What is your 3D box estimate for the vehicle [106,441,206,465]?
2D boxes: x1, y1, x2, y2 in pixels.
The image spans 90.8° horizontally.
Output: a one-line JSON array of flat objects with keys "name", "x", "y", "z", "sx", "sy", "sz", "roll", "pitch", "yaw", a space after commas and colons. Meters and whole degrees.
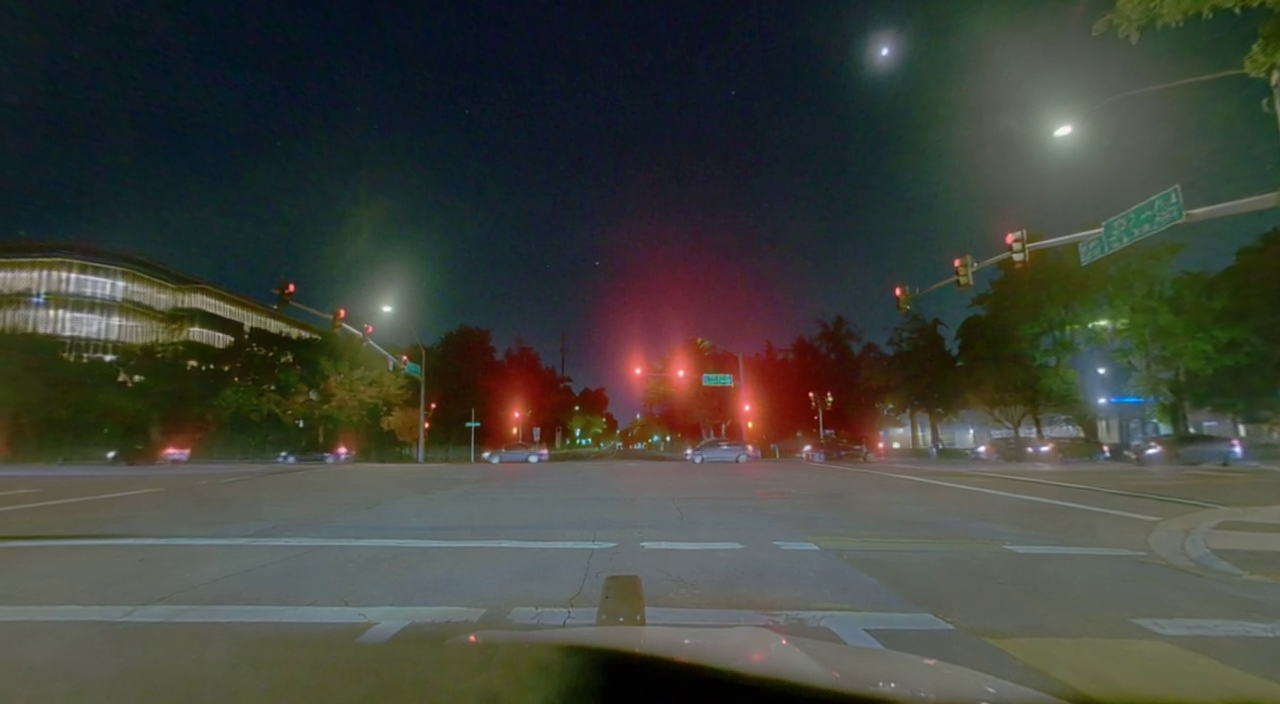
[{"name": "vehicle", "x": -30.793, "y": 6.424, "z": 40.299, "sx": 4.759, "sy": 1.445, "sz": 1.865, "roll": 0, "pitch": -9, "yaw": 0}]

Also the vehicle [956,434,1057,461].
[{"name": "vehicle", "x": 21.399, "y": 5.596, "z": 36.997, "sx": 4.724, "sy": 1.452, "sz": 1.870, "roll": 0, "pitch": -9, "yaw": 0}]

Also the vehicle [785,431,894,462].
[{"name": "vehicle", "x": 12.497, "y": 5.970, "z": 39.973, "sx": 6.133, "sy": 1.833, "sz": 2.155, "roll": 0, "pitch": -9, "yaw": 0}]

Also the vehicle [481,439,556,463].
[{"name": "vehicle", "x": -7.724, "y": 6.311, "z": 40.372, "sx": 4.443, "sy": 1.472, "sz": 1.794, "roll": 0, "pitch": -9, "yaw": 0}]

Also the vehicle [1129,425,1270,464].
[{"name": "vehicle", "x": 26.870, "y": 4.483, "z": 30.473, "sx": 4.662, "sy": 1.764, "sz": 2.064, "roll": -1, "pitch": -9, "yaw": 2}]

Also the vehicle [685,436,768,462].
[{"name": "vehicle", "x": 4.964, "y": 5.640, "z": 36.752, "sx": 4.519, "sy": 1.476, "sz": 1.767, "roll": 0, "pitch": -9, "yaw": 0}]

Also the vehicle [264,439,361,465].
[{"name": "vehicle", "x": -18.962, "y": 5.790, "z": 36.682, "sx": 4.631, "sy": 1.435, "sz": 1.715, "roll": 0, "pitch": -9, "yaw": 0}]

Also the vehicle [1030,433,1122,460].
[{"name": "vehicle", "x": 27.927, "y": 6.064, "z": 40.547, "sx": 4.488, "sy": 1.667, "sz": 1.869, "roll": 0, "pitch": -9, "yaw": 0}]
